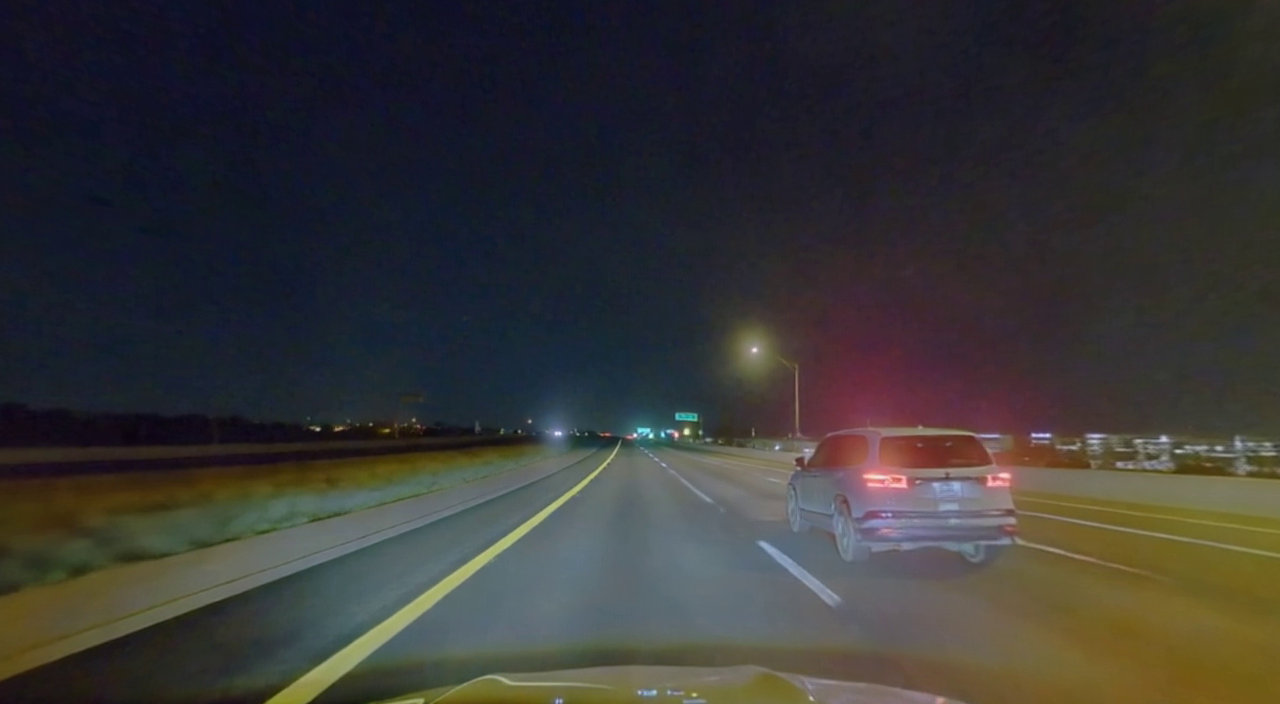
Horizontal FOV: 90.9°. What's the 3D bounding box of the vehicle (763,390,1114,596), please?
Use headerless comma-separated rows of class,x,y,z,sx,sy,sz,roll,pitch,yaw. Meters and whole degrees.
vehicle,2.918,1.493,7.461,2.059,1.715,4.192,0,-8,0
